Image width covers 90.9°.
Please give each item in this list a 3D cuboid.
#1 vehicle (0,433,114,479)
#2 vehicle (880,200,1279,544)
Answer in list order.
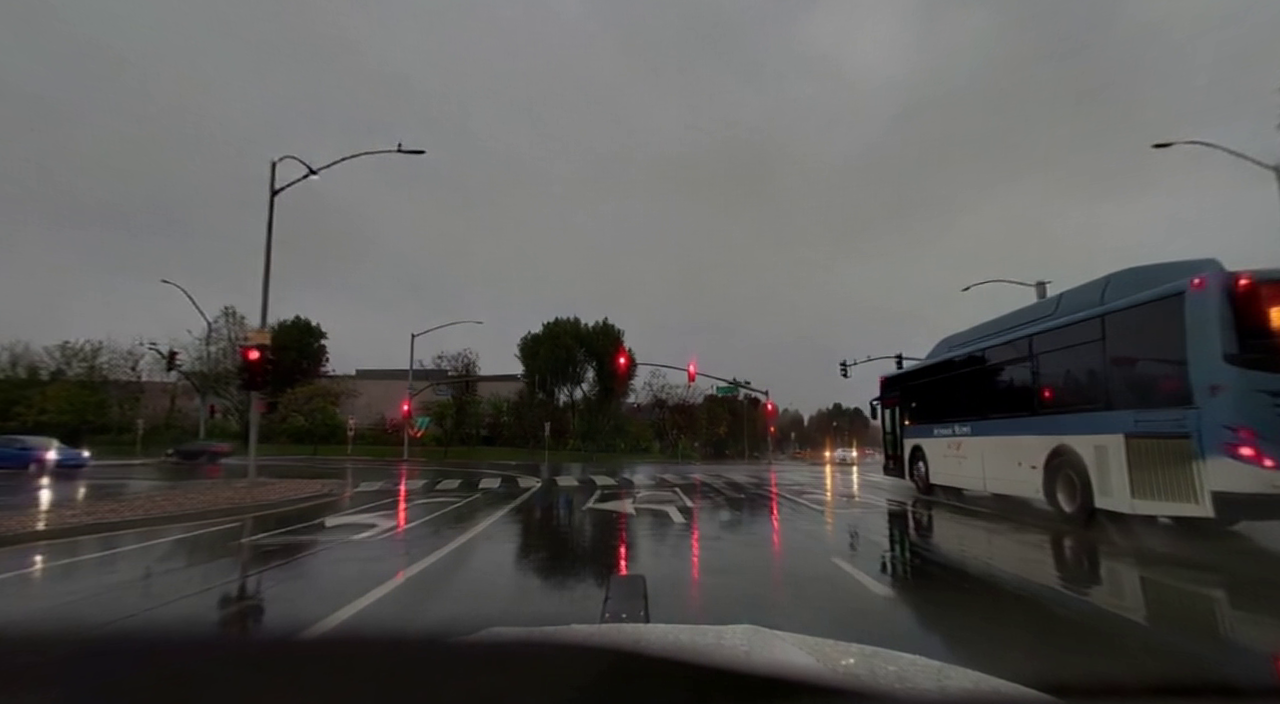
[{"bbox_3d":[-23.906,4.005,24.342,5.014,1.675,1.906,3,-9,-20],"label":"vehicle"},{"bbox_3d":[8.976,1.155,13.846,2.916,4.009,13.397,-1,-9,4],"label":"vehicle"}]
